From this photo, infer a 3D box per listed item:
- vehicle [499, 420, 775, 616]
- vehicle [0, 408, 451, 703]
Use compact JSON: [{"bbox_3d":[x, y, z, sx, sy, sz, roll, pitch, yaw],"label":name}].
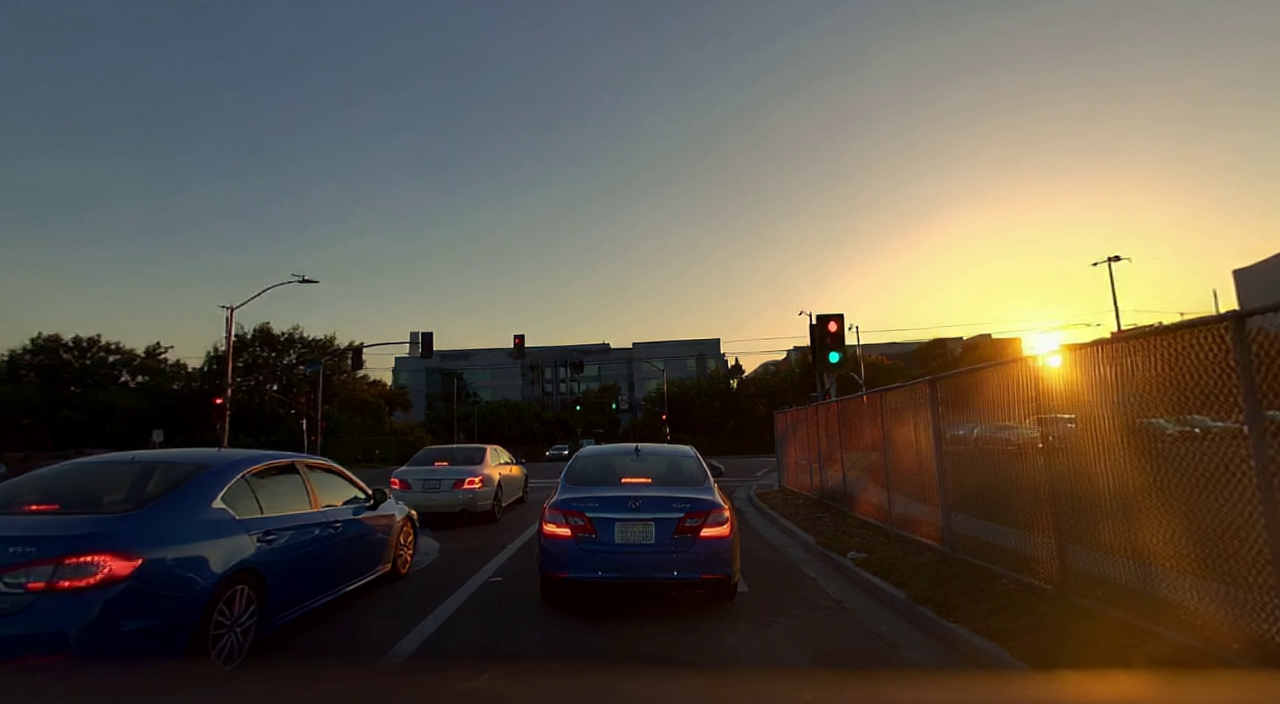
[{"bbox_3d":[-0.016,1.602,6.989,2.144,1.514,4.063,0,-9,0],"label":"vehicle"},{"bbox_3d":[-3.209,1.318,4.861,1.971,1.488,4.581,0,-9,1],"label":"vehicle"}]
